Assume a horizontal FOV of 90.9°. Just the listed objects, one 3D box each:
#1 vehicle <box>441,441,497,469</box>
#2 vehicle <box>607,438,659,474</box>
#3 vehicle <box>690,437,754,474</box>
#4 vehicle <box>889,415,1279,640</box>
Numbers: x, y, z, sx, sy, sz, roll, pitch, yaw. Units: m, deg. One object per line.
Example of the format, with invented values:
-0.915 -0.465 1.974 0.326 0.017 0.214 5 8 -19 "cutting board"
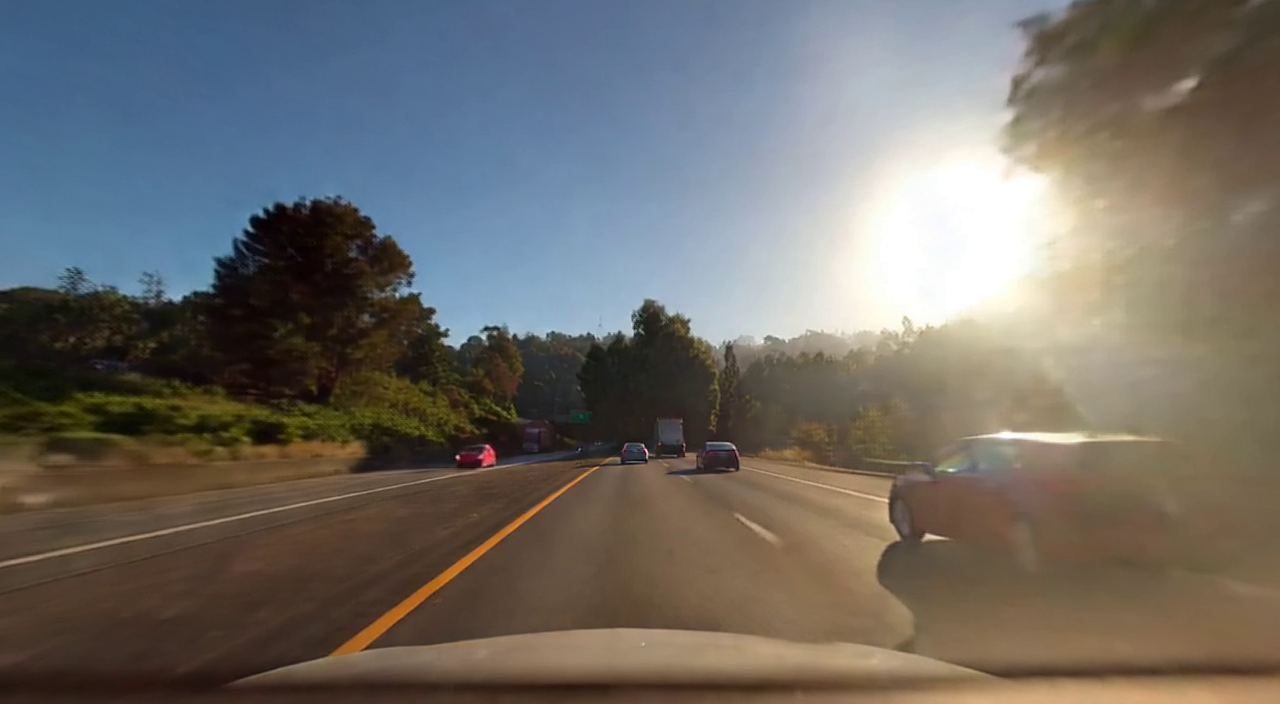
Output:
-9.741 5.888 36.210 2.154 1.488 4.002 0 -8 -1 "vehicle"
-0.324 4.505 27.702 2.143 1.466 3.693 0 -8 -1 "vehicle"
3.483 4.475 27.602 2.004 1.469 4.472 0 -8 -2 "vehicle"
4.534 1.487 6.510 2.066 1.526 4.216 0 -8 -2 "vehicle"
